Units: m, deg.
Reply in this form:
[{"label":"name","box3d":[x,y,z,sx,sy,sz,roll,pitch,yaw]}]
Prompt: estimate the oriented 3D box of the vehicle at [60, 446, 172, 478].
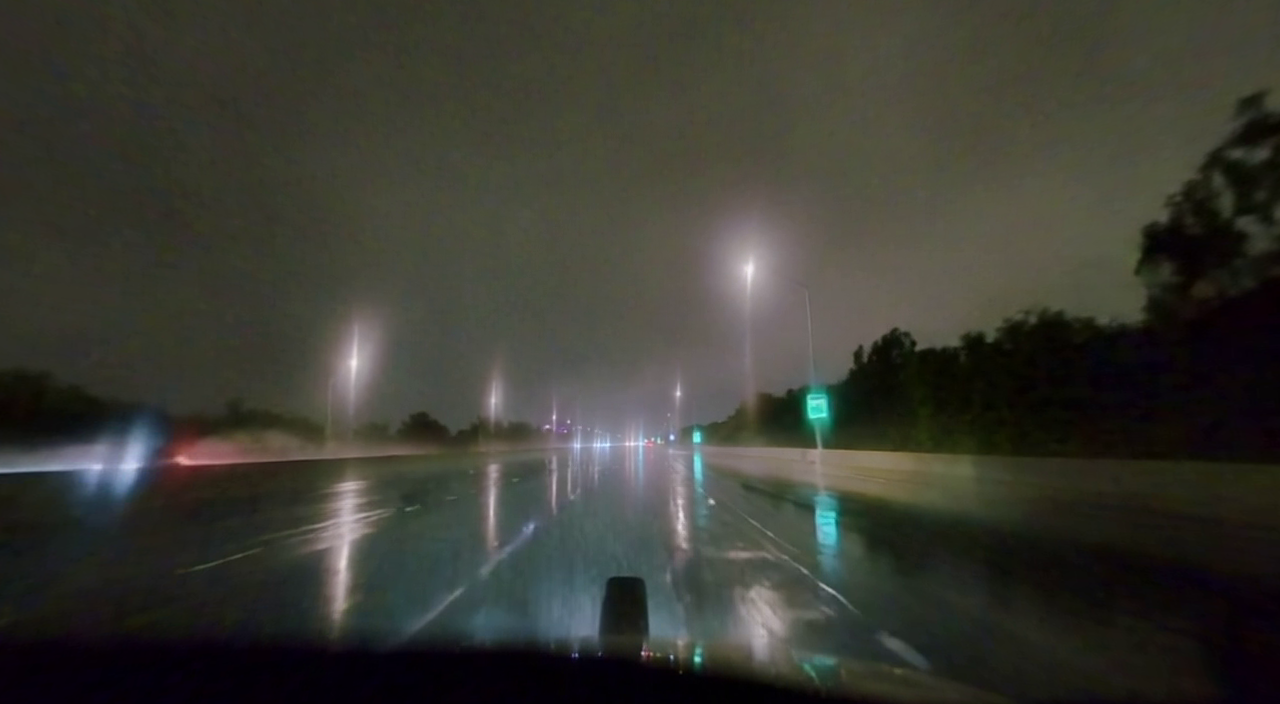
[{"label":"vehicle","box3d":[-29.550,6.166,35.807,1.901,1.647,4.986,-1,-8,3]}]
